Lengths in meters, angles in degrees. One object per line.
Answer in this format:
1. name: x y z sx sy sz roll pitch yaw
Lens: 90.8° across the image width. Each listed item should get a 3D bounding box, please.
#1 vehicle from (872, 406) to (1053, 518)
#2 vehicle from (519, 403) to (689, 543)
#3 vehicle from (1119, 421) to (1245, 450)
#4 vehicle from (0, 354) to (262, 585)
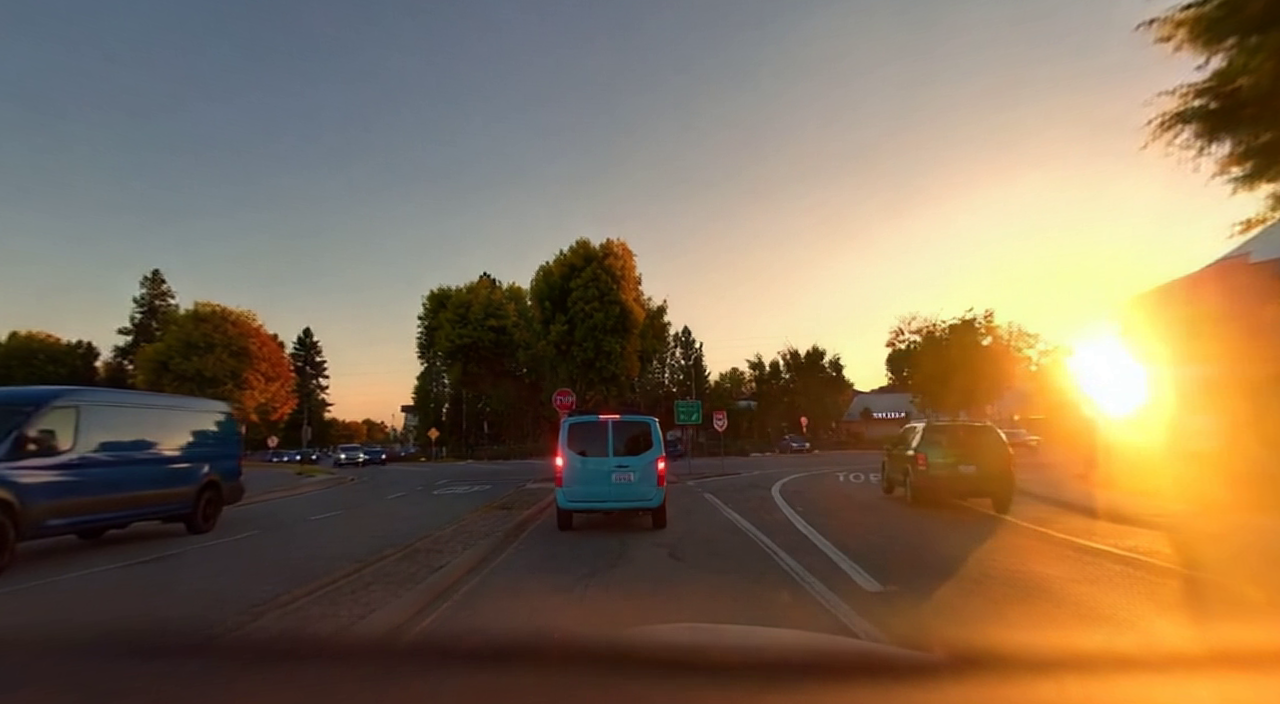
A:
1. vehicle: 6.716 2.352 13.923 2.204 1.973 4.946 -2 -9 12
2. vehicle: -0.378 1.931 10.659 2.237 1.828 4.546 -1 -8 3
3. vehicle: 29.561 4.592 34.563 5.155 1.515 2.131 1 -8 -6
4. vehicle: -7.986 1.541 8.649 2.426 2.410 5.046 0 -8 0
